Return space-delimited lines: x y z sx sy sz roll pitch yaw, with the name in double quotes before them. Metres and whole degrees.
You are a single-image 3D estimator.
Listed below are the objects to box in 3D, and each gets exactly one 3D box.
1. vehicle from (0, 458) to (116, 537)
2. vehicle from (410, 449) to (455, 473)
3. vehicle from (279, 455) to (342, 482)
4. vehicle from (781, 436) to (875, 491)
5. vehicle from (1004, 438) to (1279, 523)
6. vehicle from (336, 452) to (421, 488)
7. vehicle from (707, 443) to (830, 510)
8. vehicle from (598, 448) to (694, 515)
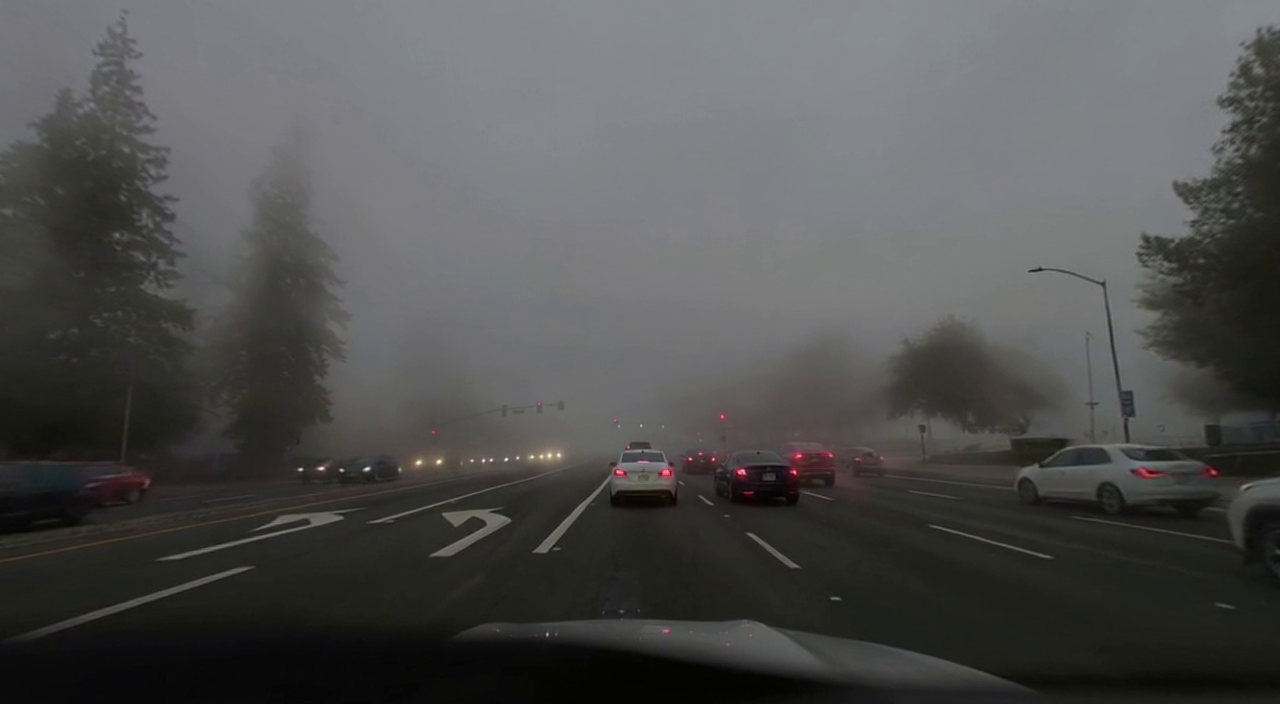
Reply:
"vehicle" -13.507 2.931 12.802 2.018 1.469 4.916 1 -9 -7
"vehicle" -15.925 8.376 48.770 1.908 1.703 4.547 0 -9 0
"vehicle" -22.463 7.919 43.298 1.889 1.651 4.512 0 -9 0
"vehicle" 6.378 3.814 21.935 1.931 1.685 4.054 0 -9 -1
"vehicle" 10.536 2.678 13.846 1.890 1.488 5.113 0 -9 -2
"vehicle" -12.114 5.453 29.590 2.002 1.500 4.536 0 -9 0
"vehicle" 3.087 3.102 16.375 1.970 1.445 4.974 0 -9 -2
"vehicle" 0.068 2.992 15.162 1.990 1.347 4.067 0 -9 -2
